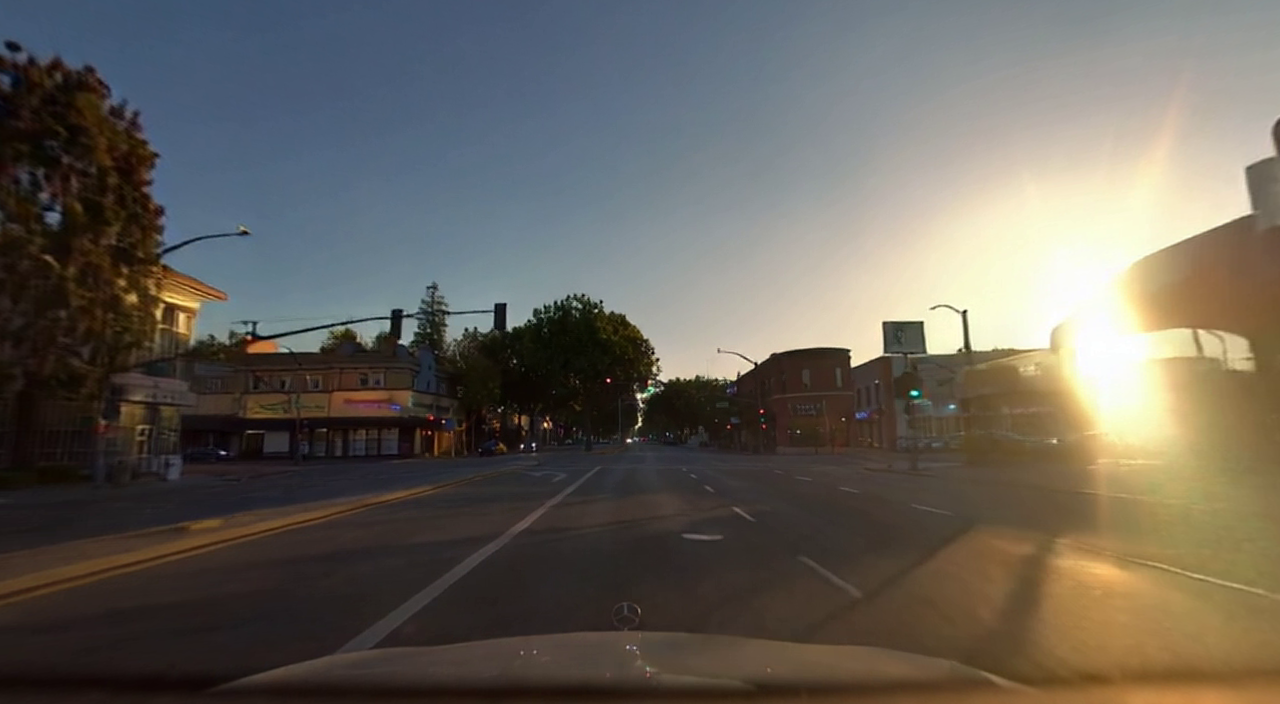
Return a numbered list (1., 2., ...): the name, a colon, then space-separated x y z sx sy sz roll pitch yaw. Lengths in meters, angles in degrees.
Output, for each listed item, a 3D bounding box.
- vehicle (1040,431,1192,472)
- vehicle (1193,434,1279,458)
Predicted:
1. vehicle: 18.840 3.947 25.148 4.545 1.511 1.935 0 -8 -3
2. vehicle: 41.328 6.487 43.670 4.157 1.552 1.953 -1 -8 2
